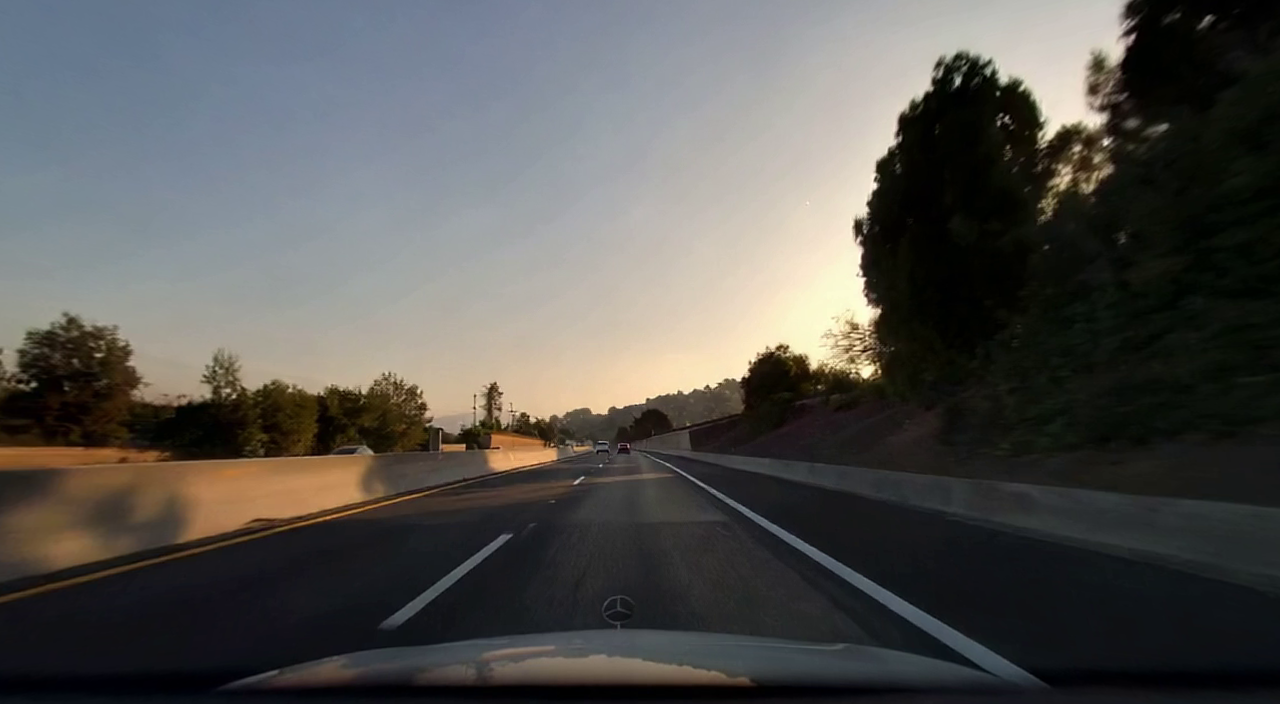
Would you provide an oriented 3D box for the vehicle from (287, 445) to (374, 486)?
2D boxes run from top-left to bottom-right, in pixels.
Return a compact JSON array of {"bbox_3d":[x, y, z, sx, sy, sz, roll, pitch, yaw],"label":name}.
[{"bbox_3d":[-13.021,4.753,26.664,1.883,1.569,4.047,0,-9,-4],"label":"vehicle"}]
